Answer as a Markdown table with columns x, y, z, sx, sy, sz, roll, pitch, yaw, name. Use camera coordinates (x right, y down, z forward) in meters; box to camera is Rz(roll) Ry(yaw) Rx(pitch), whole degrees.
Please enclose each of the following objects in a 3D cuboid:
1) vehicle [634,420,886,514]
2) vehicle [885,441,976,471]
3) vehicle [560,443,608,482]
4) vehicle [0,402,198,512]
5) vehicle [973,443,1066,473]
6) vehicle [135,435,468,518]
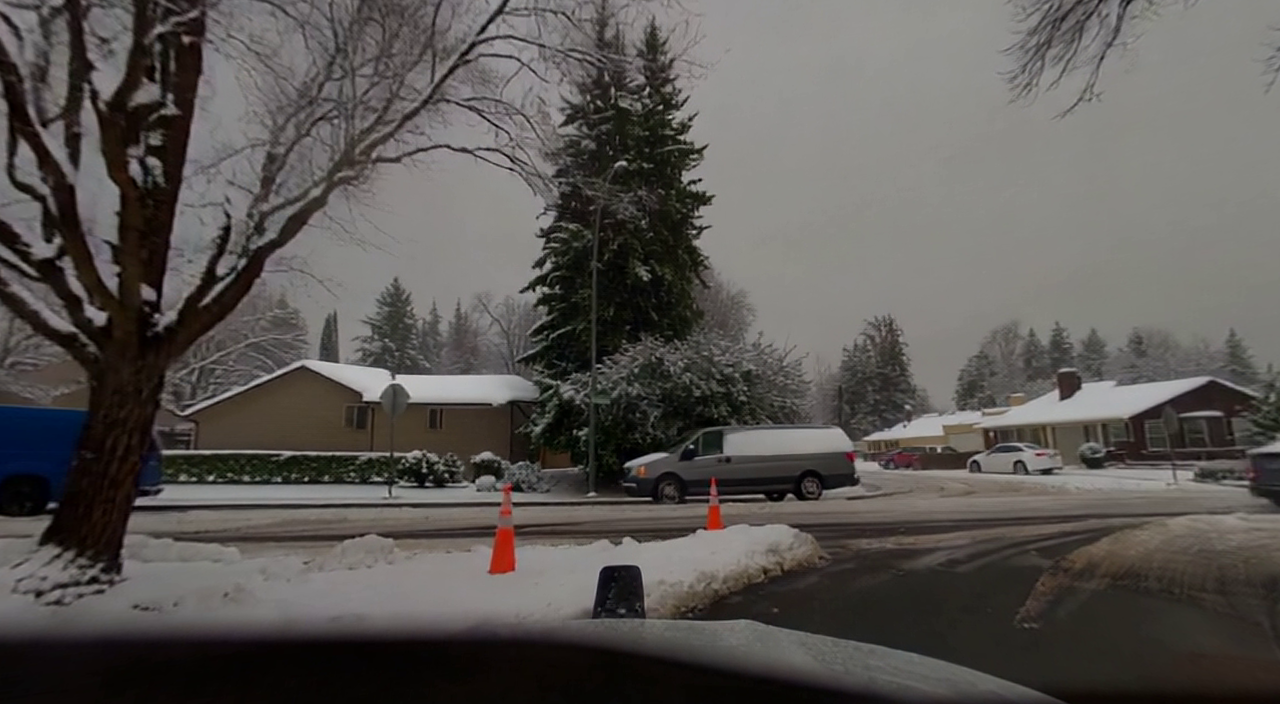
| x | y | z | sx | sy | sz | roll | pitch | yaw | name |
| --- | --- | --- | --- | --- | --- | --- | --- | --- | --- |
| 2.559 | 2.512 | 14.109 | 5.047 | 1.851 | 2.103 | 2 | -9 | -12 | vehicle |
| 19.163 | 6.863 | 41.776 | 4.984 | 1.912 | 2.132 | 1 | -9 | -9 | vehicle |
| -2.405 | 4.551 | 26.332 | 1.648 | 1.430 | 3.654 | 4 | -9 | -9 | vehicle |
| -15.494 | 2.502 | 14.793 | 7.824 | 2.323 | 2.863 | 0 | -10 | -7 | vehicle |
| 20.107 | 5.602 | 33.519 | 3.863 | 1.453 | 1.826 | 1 | -7 | -8 | vehicle |
| -7.916 | 3.014 | 15.780 | 6.643 | 1.777 | 2.925 | 1 | -9 | -9 | vehicle |
